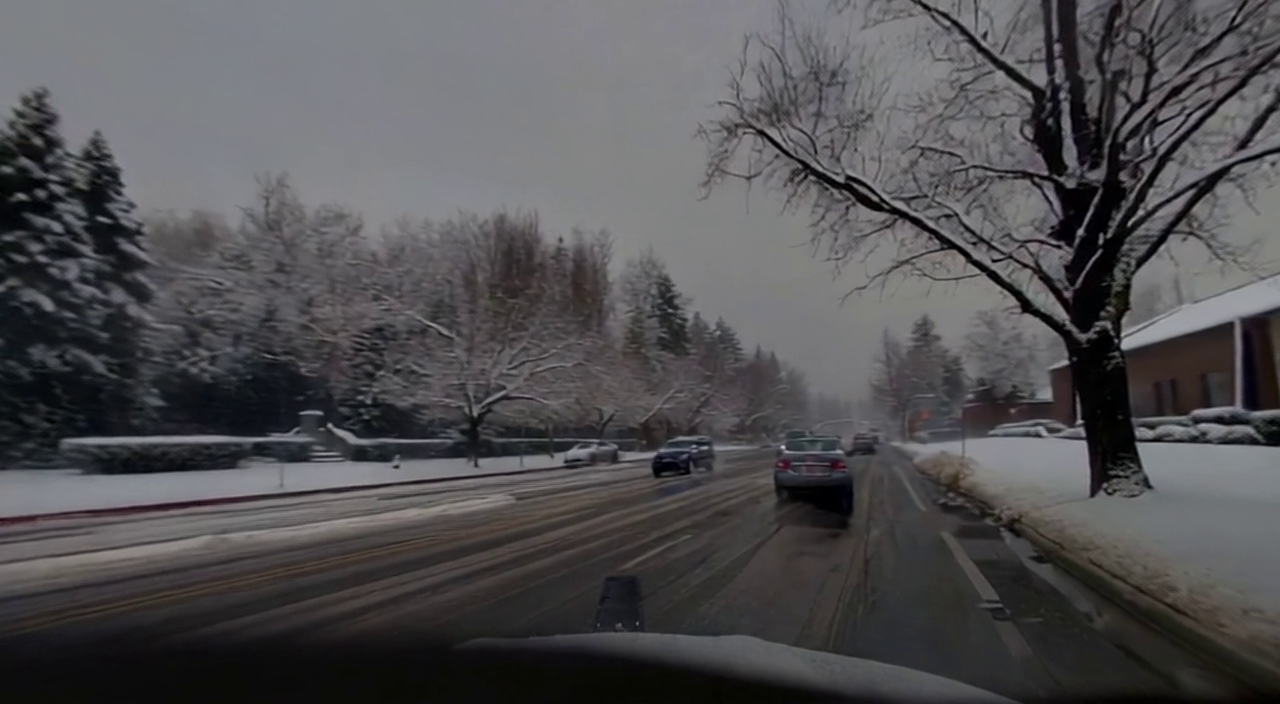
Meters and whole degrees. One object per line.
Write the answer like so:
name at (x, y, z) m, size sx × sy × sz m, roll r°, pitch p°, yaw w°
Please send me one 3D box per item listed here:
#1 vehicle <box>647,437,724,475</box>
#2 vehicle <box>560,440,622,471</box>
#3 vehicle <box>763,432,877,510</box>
vehicle at (2.105, 4.512, 27.860) m, size 2.170 × 1.465 × 4.648 m, roll -3°, pitch -8°, yaw 20°
vehicle at (-2.794, 6.013, 37.083) m, size 1.982 × 1.445 × 4.458 m, roll -8°, pitch -9°, yaw 17°
vehicle at (4.226, 2.594, 14.538) m, size 2.116 × 1.479 × 4.358 m, roll -3°, pitch -8°, yaw 19°
